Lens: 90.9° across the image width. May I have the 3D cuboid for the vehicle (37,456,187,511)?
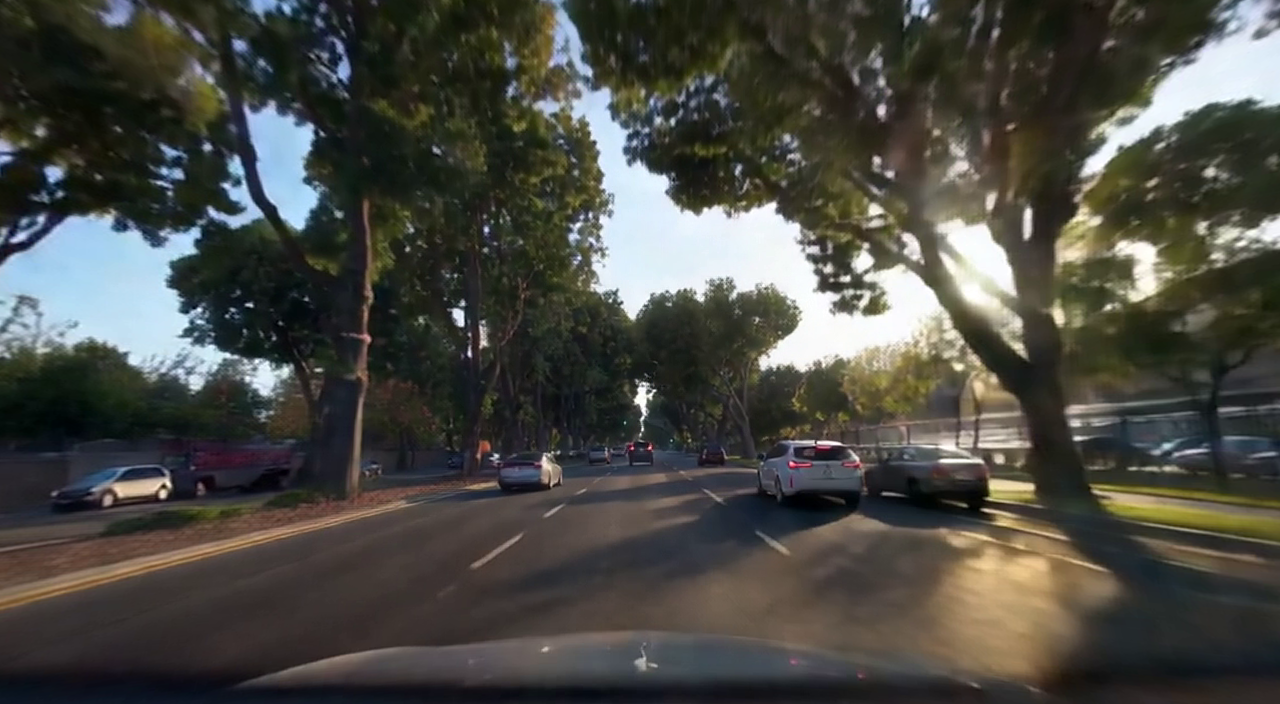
[{"bbox_3d":[-22.600,5.605,27.352,2.257,1.909,5.115,-2,-8,-3],"label":"vehicle"}]

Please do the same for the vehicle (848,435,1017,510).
[{"bbox_3d":[6.753,2.805,15.221,1.909,1.512,4.480,0,-8,0],"label":"vehicle"}]

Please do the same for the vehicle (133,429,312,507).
[{"bbox_3d":[-22.998,6.306,35.915,2.833,3.735,11.042,0,-7,-1],"label":"vehicle"}]

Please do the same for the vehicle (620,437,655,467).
[{"bbox_3d":[-0.175,6.744,42.665,2.247,1.882,4.603,0,-8,0],"label":"vehicle"}]

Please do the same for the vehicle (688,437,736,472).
[{"bbox_3d":[3.762,5.437,33.607,1.980,1.709,4.367,0,-8,-1],"label":"vehicle"}]

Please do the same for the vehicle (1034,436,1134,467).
[{"bbox_3d":[25.594,5.733,36.426,2.122,1.647,4.283,8,-11,-42],"label":"vehicle"}]

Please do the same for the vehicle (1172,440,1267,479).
[{"bbox_3d":[23.355,4.280,25.376,3.658,1.443,1.869,6,-10,-34],"label":"vehicle"}]

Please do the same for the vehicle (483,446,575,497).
[{"bbox_3d":[-3.172,3.500,18.869,2.013,1.354,3.908,0,-8,1],"label":"vehicle"}]

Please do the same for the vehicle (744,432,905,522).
[{"bbox_3d":[3.443,2.404,12.700,1.919,1.502,4.232,0,-8,0],"label":"vehicle"}]
